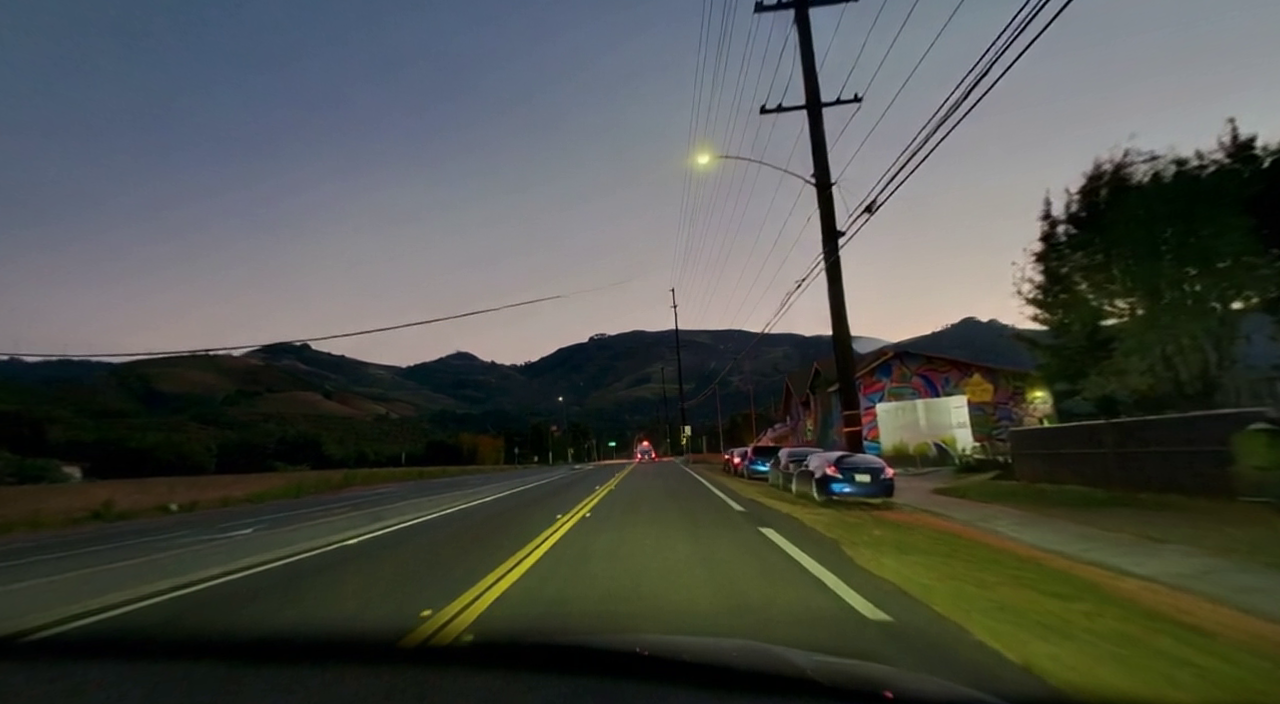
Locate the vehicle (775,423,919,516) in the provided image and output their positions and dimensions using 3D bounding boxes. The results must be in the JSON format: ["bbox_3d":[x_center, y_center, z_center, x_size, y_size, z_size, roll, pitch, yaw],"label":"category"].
[{"bbox_3d":[5.266,3.117,16.870,2.072,1.889,4.468,-7,-10,-2],"label":"vehicle"}]

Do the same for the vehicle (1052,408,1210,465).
[{"bbox_3d":[16.569,2.981,21.675,1.837,1.533,4.388,-6,-11,1],"label":"vehicle"}]
